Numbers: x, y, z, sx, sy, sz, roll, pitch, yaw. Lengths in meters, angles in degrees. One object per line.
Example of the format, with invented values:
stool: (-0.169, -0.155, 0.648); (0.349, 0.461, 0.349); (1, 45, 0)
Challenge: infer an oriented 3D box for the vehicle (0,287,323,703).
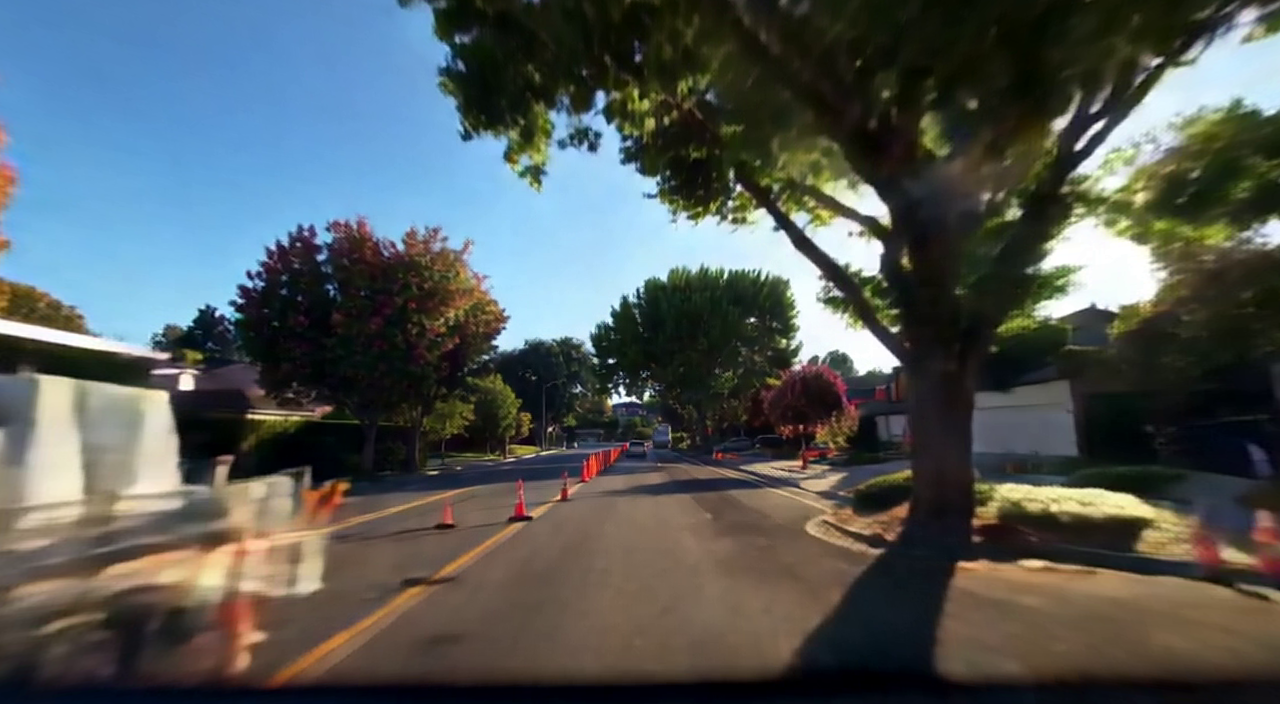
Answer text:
vehicle: (-3.521, 0.605, 0.986); (2.742, 1.962, 6.409); (0, -8, 0)
